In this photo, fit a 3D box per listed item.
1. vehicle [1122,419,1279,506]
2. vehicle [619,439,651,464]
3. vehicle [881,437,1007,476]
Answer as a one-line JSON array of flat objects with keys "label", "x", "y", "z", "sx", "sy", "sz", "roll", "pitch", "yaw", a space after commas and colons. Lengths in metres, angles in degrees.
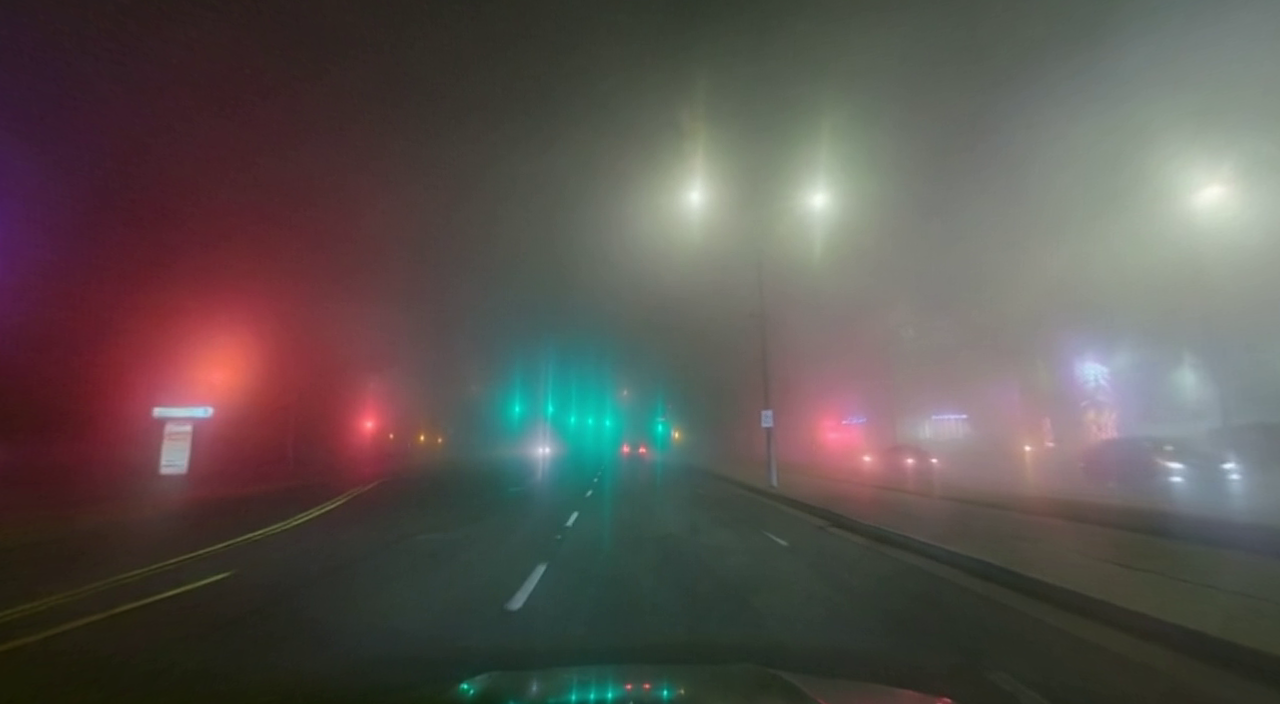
[{"label": "vehicle", "x": 13.442, "y": 2.272, "z": 13.264, "sx": 4.769, "sy": 1.636, "sz": 2.281, "roll": 0, "pitch": -8, "yaw": -2}, {"label": "vehicle", "x": -0.391, "y": 7.136, "z": 45.512, "sx": 2.230, "sy": 1.683, "sz": 4.204, "roll": 0, "pitch": -8, "yaw": -2}, {"label": "vehicle", "x": 12.995, "y": 4.470, "z": 27.221, "sx": 4.395, "sy": 1.497, "sz": 1.975, "roll": 1, "pitch": -7, "yaw": 0}]
